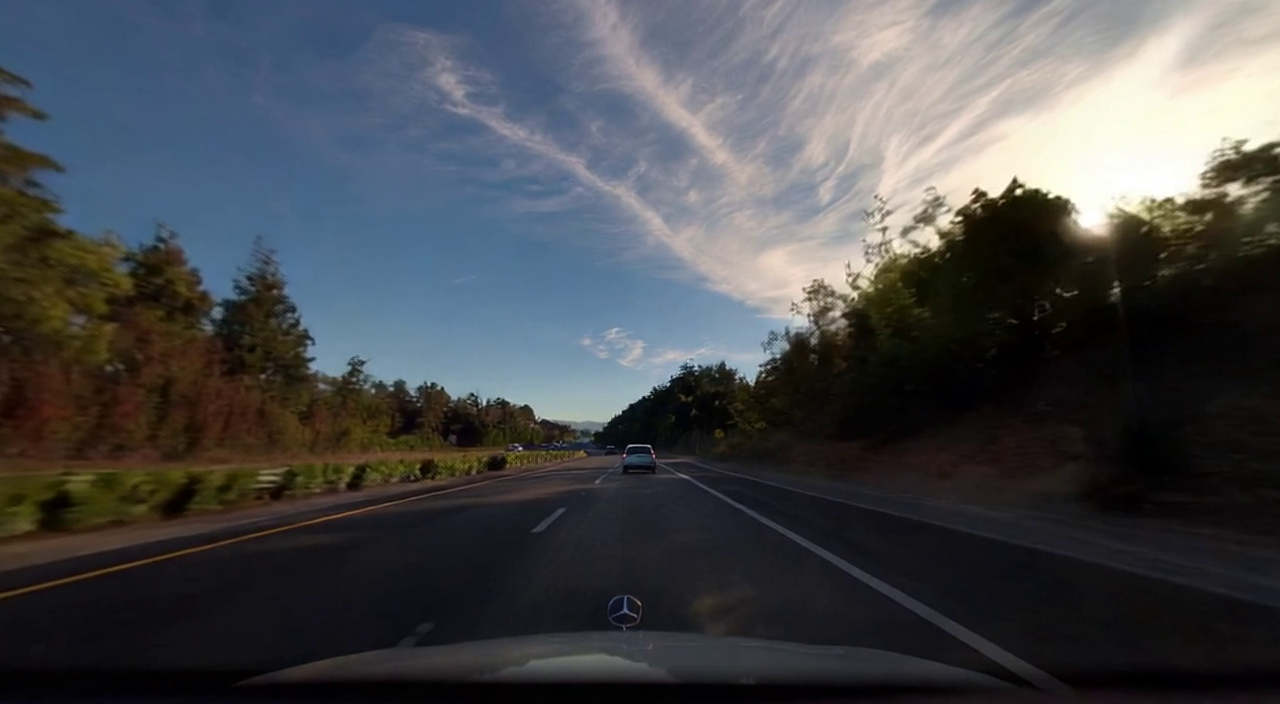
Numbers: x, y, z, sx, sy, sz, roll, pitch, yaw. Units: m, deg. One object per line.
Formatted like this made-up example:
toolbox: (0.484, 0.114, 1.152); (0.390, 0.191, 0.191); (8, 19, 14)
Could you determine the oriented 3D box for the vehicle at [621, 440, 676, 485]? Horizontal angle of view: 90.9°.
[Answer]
vehicle: (0.284, 4.631, 26.682); (2.135, 1.686, 4.517); (0, -9, -1)
